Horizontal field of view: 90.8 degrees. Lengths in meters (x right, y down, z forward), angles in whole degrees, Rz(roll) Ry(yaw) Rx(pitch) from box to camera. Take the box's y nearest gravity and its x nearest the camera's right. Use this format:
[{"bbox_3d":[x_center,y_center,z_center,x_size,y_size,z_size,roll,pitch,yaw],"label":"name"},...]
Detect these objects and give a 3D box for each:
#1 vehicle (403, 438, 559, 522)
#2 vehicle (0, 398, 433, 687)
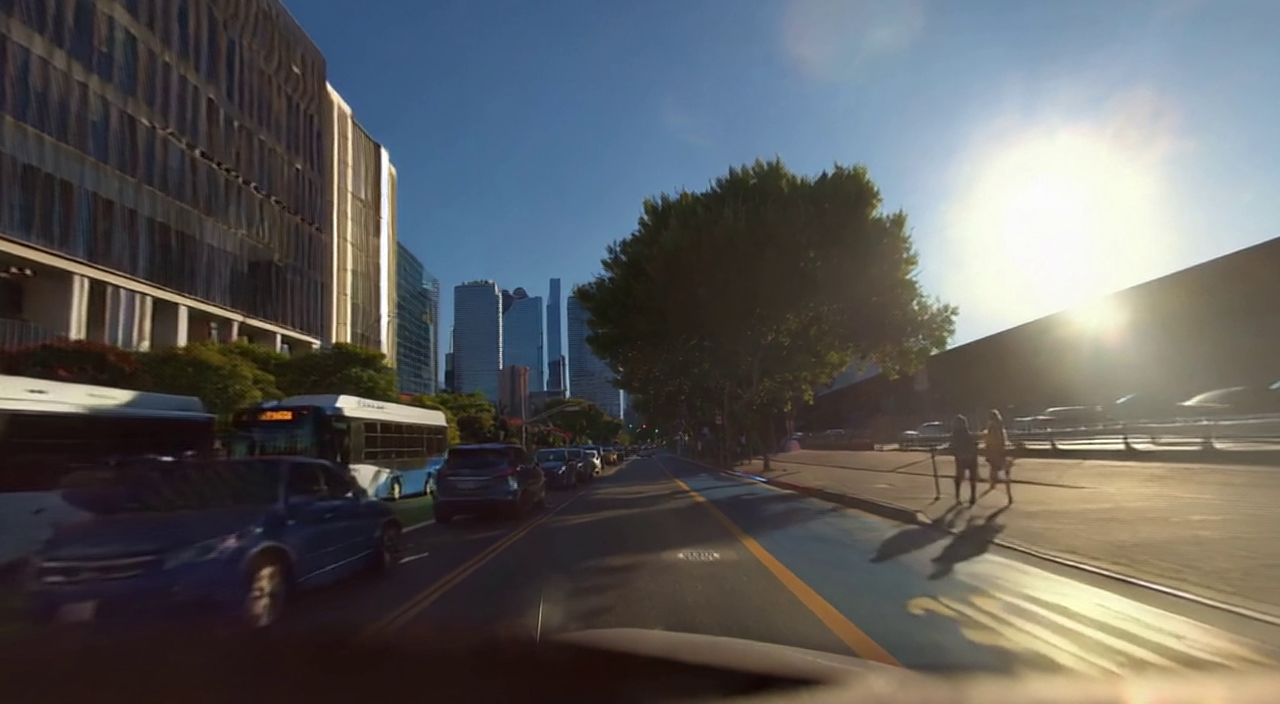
[{"bbox_3d":[-3.440,2.884,14.858,2.266,1.621,4.783,-1,-8,2],"label":"vehicle"},{"bbox_3d":[-3.836,1.574,6.221,1.982,1.710,4.454,-4,-9,1],"label":"vehicle"}]
